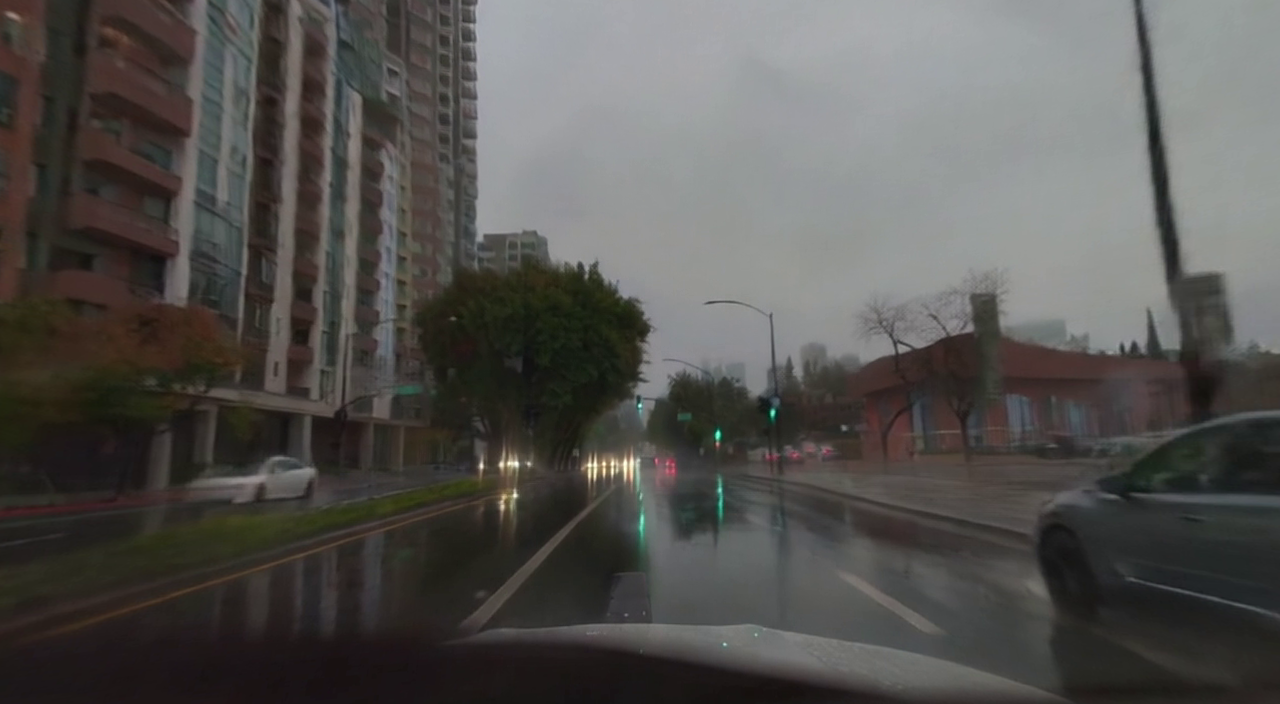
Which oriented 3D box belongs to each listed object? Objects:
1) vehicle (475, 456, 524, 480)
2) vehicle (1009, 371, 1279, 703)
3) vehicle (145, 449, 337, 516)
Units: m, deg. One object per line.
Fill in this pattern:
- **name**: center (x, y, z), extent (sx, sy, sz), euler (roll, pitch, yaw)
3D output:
- **vehicle**: center (-9.542, 7.894, 43.096), extent (2.004, 1.469, 4.724), euler (-1, -9, 3)
- **vehicle**: center (3.614, 0.854, 2.440), extent (1.949, 1.583, 3.996), euler (0, -9, 1)
- **vehicle**: center (-10.375, 3.385, 16.965), extent (1.957, 1.482, 4.706), euler (0, -9, 2)
